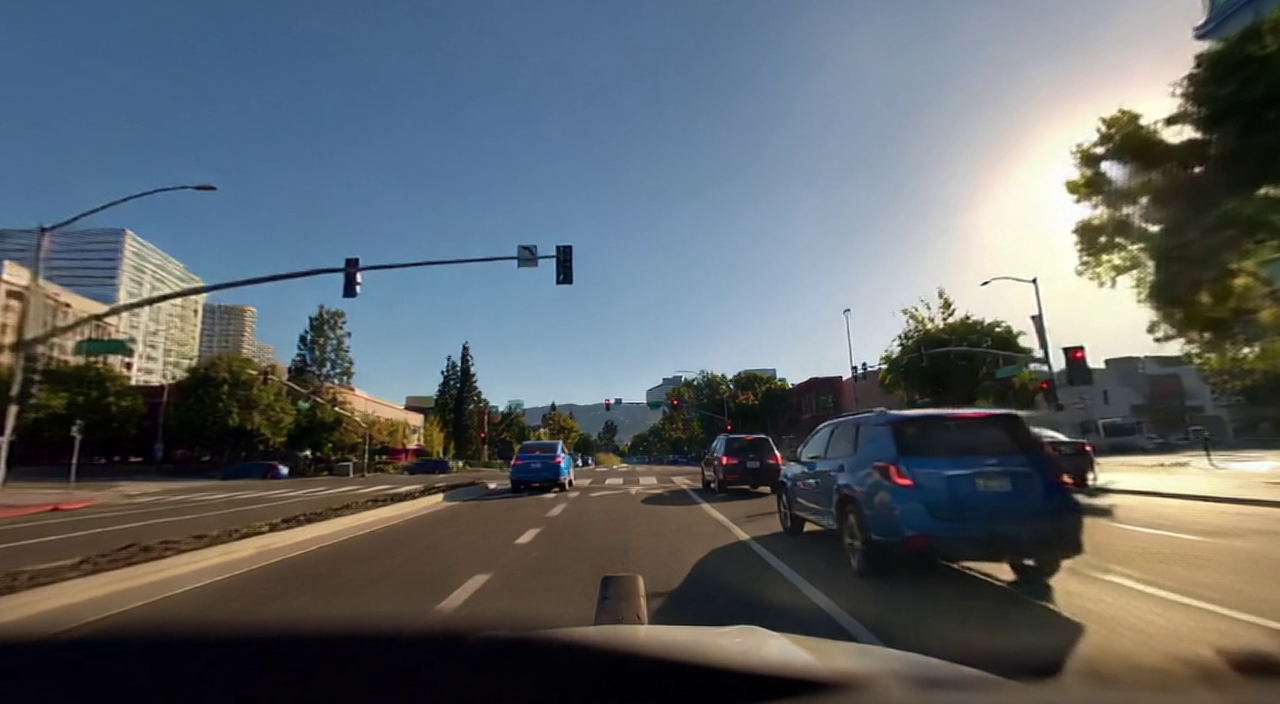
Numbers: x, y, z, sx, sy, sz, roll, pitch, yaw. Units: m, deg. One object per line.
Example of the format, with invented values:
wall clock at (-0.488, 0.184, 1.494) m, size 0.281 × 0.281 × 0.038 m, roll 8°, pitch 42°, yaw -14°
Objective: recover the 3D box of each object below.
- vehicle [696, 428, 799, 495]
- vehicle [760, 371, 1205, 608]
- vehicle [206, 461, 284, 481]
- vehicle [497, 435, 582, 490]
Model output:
vehicle at (2.910, 3.104, 18.247) m, size 2.099 × 1.671 × 4.491 m, roll 0°, pitch -8°, yaw -1°
vehicle at (2.992, 1.360, 7.136) m, size 2.247 × 1.738 × 4.818 m, roll 0°, pitch -8°, yaw -1°
vehicle at (-30.642, 9.237, 49.089) m, size 4.817 × 1.482 × 1.829 m, roll 0°, pitch -8°, yaw -2°
vehicle at (-3.006, 3.392, 19.714) m, size 1.969 × 1.513 × 3.773 m, roll 0°, pitch -8°, yaw 1°
